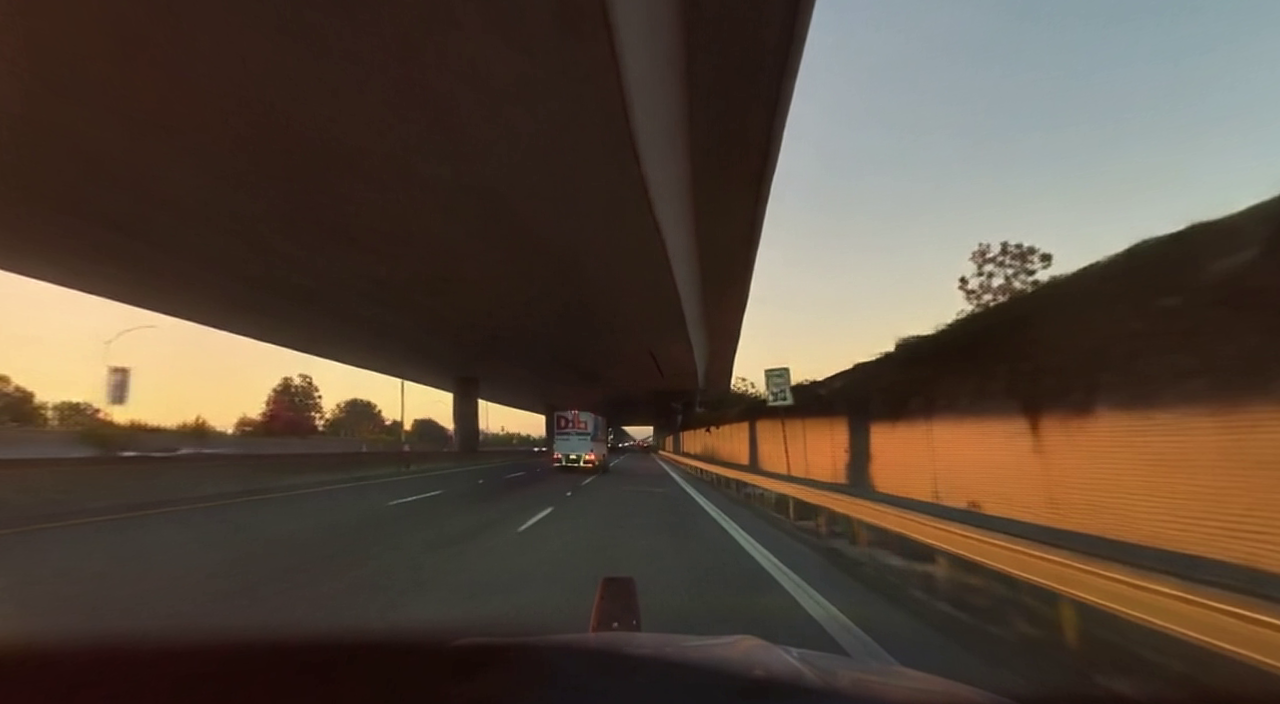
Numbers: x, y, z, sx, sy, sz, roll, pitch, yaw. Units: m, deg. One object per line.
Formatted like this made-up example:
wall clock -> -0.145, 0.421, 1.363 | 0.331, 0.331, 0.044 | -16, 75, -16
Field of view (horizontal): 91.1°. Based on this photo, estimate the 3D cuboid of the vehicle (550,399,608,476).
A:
vehicle -> -3.557, 5.295, 38.955 | 2.796, 4.184, 8.554 | 1, -8, 0
